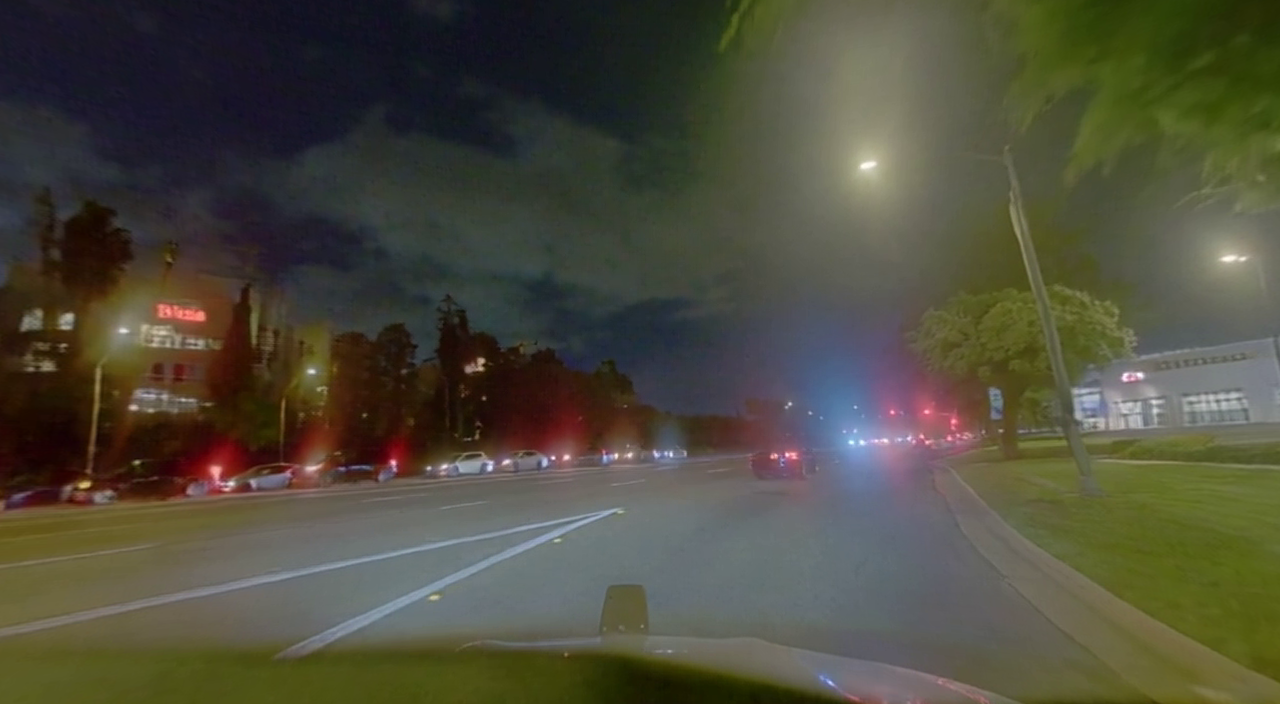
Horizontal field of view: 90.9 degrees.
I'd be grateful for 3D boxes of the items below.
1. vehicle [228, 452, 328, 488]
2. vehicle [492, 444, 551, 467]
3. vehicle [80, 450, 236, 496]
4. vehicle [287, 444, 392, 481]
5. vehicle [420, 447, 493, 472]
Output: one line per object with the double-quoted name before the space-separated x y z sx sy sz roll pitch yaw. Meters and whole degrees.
"vehicle" -21.190 6.851 37.116 2.123 1.897 4.580 -4 -9 26
"vehicle" -8.614 7.611 46.198 1.851 1.450 4.396 -11 -13 26
"vehicle" -19.590 4.892 25.866 1.876 1.642 4.600 -4 -9 27
"vehicle" -15.694 5.740 33.192 1.969 1.758 4.662 -4 -9 27
"vehicle" -11.622 6.807 40.233 1.832 1.473 4.377 -4 -10 29
